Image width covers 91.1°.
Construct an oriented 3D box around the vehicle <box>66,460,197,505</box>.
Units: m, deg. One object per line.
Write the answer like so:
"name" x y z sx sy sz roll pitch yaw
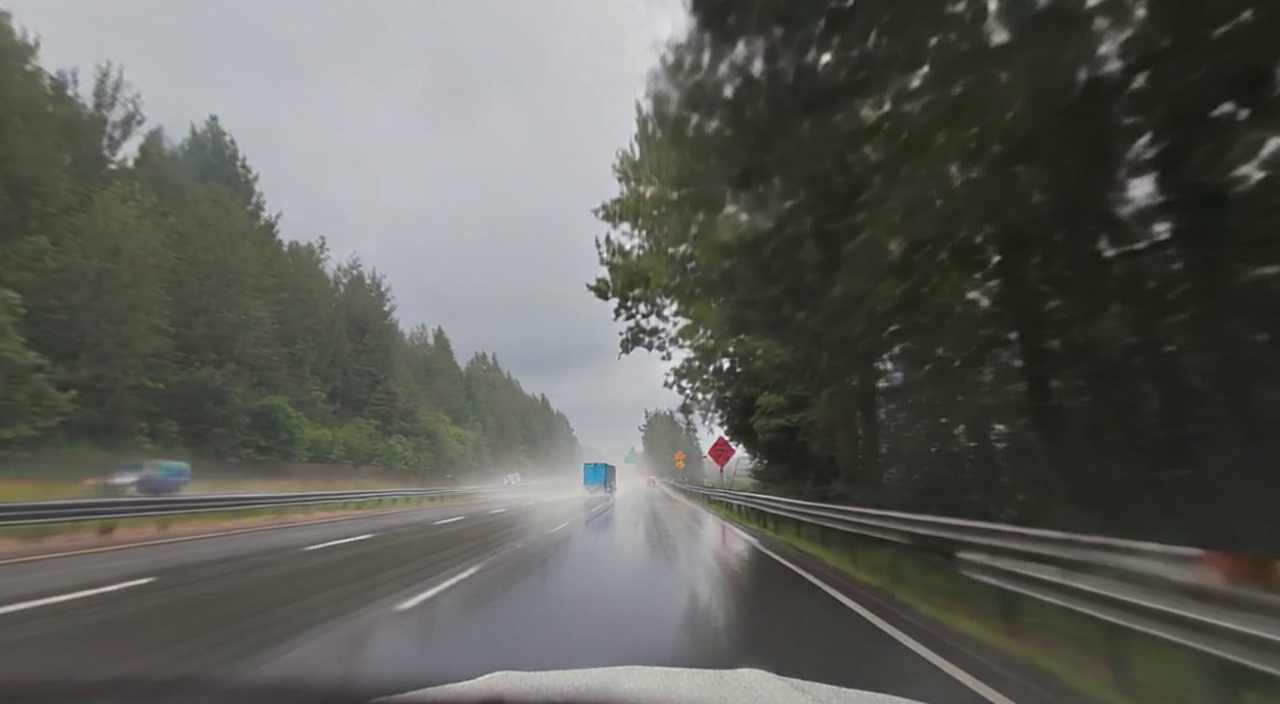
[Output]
"vehicle" -20.720 5.319 25.876 1.733 1.646 4.204 0 -11 1
